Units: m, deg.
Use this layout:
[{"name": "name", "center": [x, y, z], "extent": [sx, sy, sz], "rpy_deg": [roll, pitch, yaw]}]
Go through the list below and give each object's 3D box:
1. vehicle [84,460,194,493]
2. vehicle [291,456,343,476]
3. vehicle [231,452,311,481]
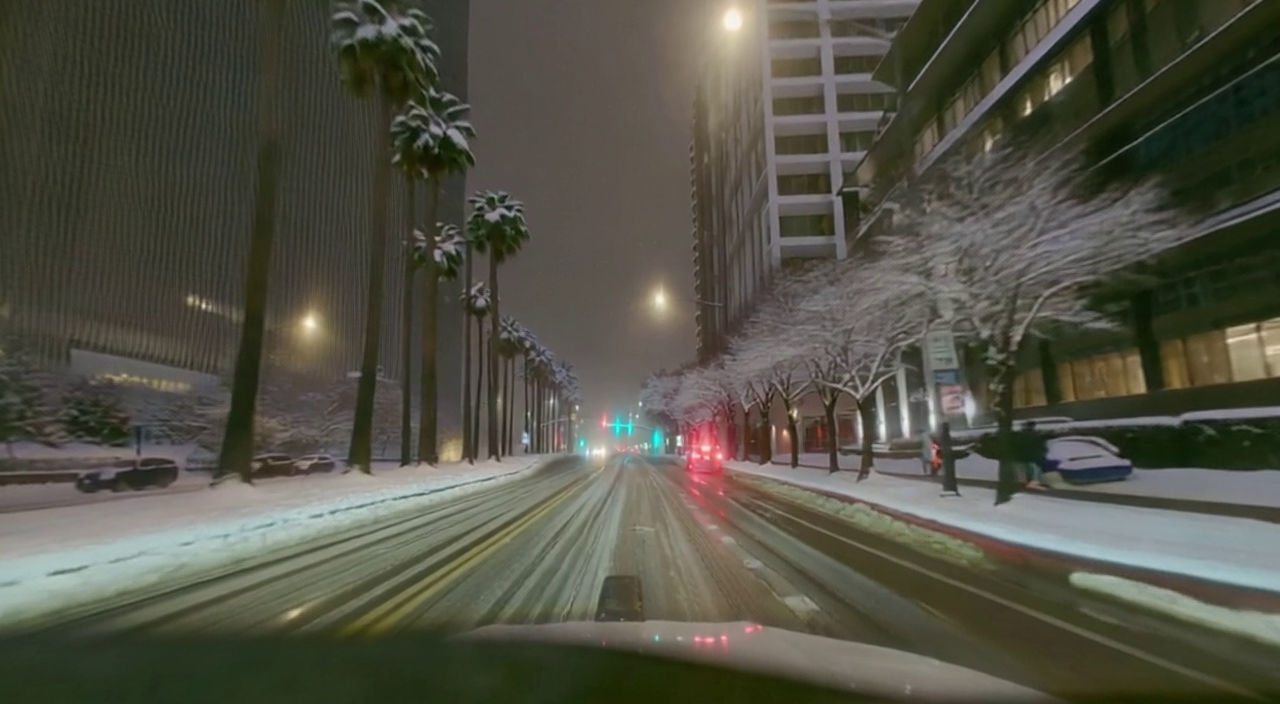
[{"name": "vehicle", "center": [-24.953, 6.187, 31.719], "extent": [2.080, 1.457, 4.424], "rpy_deg": [0, -9, -3]}, {"name": "vehicle", "center": [-24.774, 8.762, 48.658], "extent": [1.751, 1.424, 4.506], "rpy_deg": [0, -9, -2]}, {"name": "vehicle", "center": [-25.089, 7.772, 43.295], "extent": [2.062, 1.765, 5.897], "rpy_deg": [0, -9, -1]}]
